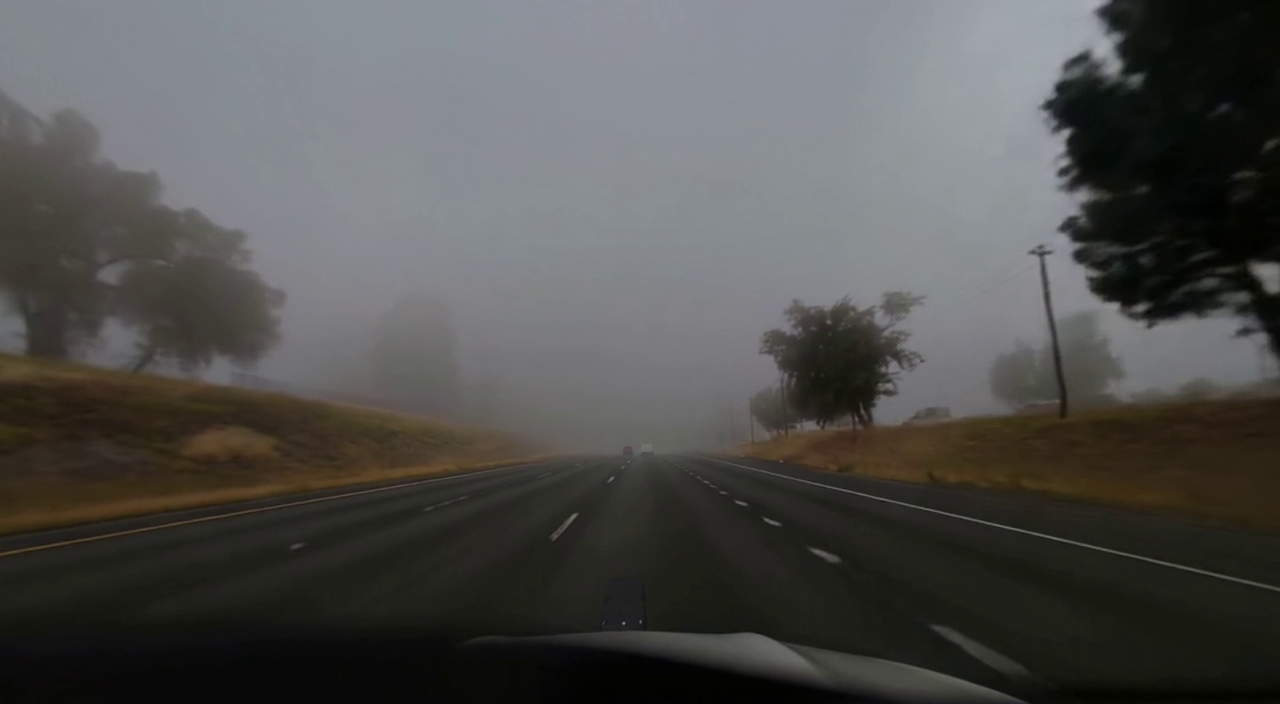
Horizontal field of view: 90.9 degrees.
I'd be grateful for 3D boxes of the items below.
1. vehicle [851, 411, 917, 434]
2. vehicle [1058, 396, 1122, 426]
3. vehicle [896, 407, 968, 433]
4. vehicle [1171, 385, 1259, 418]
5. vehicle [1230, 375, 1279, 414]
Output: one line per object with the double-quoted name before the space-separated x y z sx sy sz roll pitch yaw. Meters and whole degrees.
"vehicle" 18.229 5.314 47.095 4.366 1.571 1.844 -5 -9 27
"vehicle" 33.217 4.418 46.481 5.028 1.973 2.201 6 -10 -36
"vehicle" 18.329 4.283 39.563 3.884 1.482 1.843 -5 -10 28
"vehicle" 29.467 2.583 32.271 4.712 1.458 2.139 5 -10 -34
"vehicle" 29.491 2.000 29.187 3.925 1.582 1.823 4 -9 -28
